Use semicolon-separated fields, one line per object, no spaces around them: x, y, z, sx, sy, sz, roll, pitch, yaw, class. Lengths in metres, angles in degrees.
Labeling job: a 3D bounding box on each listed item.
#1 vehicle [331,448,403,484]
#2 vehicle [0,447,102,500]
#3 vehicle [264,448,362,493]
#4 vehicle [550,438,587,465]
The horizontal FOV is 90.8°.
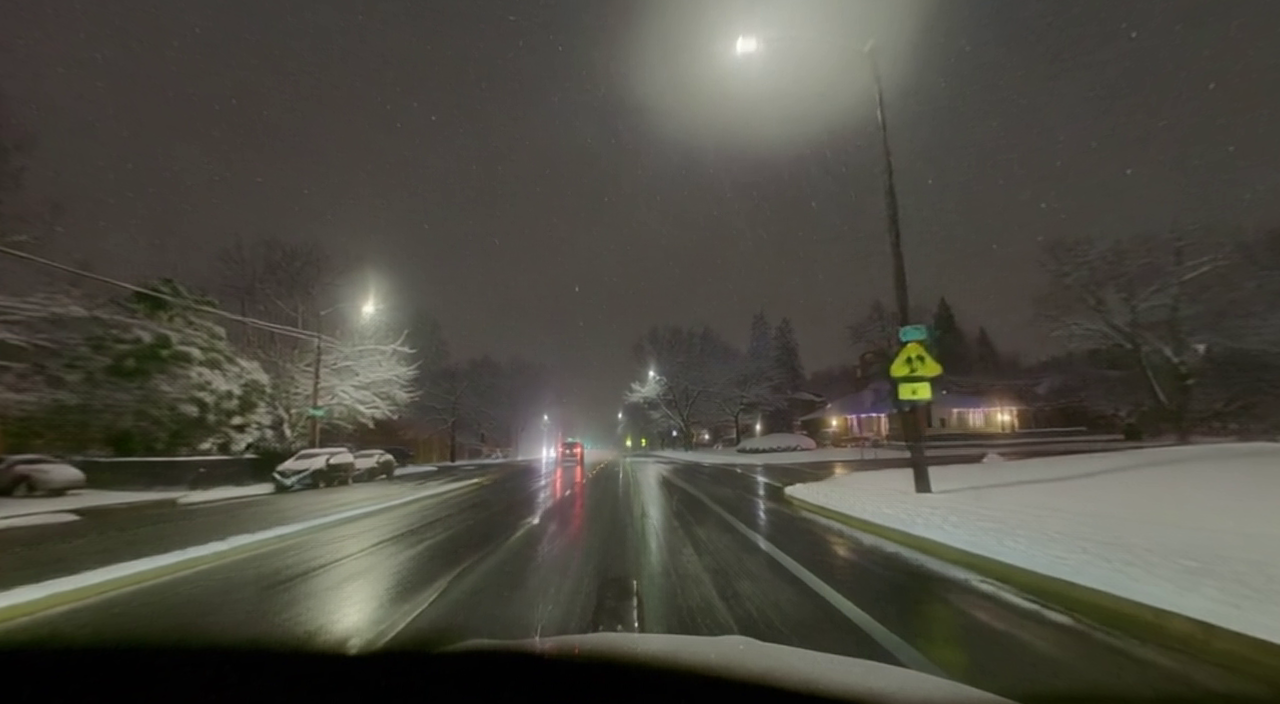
-14.511;6.038;33.894;1.968;1.727;4.548;0;-8;-2;vehicle
-22.230;4.226;22.188;4.887;1.711;2.014;-1;-8;3;vehicle
-14.413;5.194;28.201;1.966;1.760;4.604;0;-8;-1;vehicle
-4.790;6.726;42.886;2.135;1.731;4.232;0;-8;-1;vehicle
